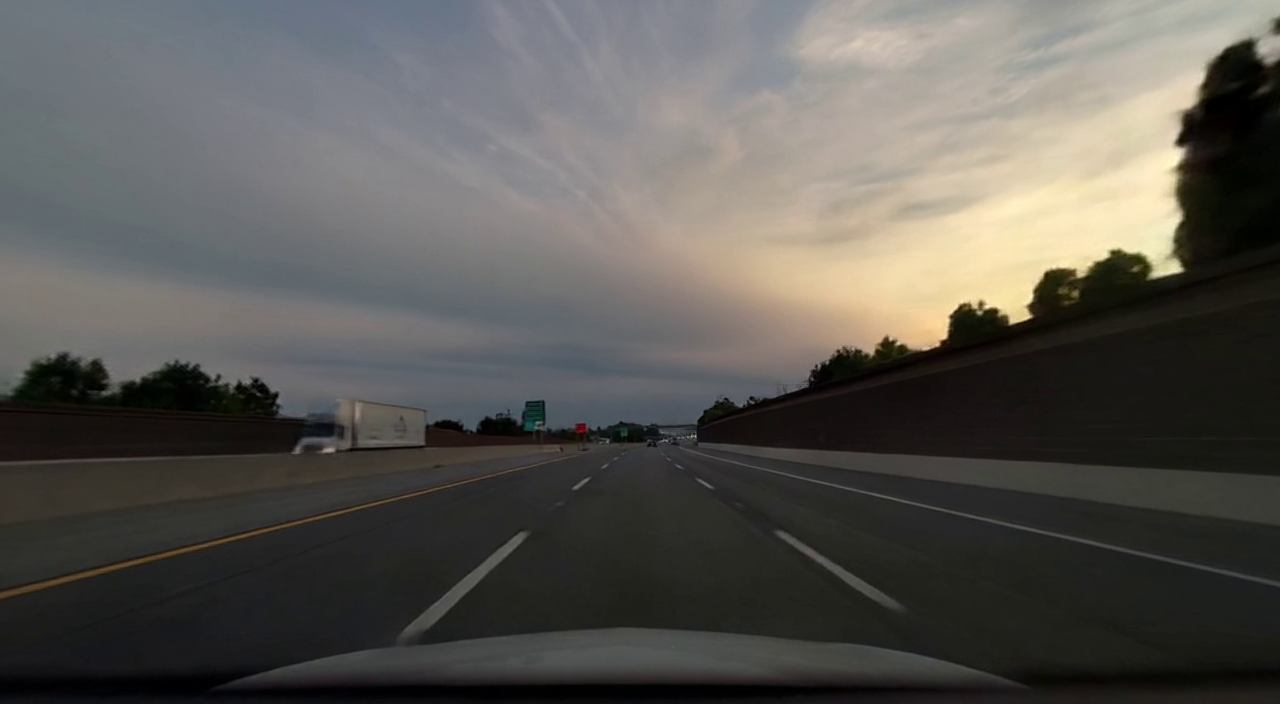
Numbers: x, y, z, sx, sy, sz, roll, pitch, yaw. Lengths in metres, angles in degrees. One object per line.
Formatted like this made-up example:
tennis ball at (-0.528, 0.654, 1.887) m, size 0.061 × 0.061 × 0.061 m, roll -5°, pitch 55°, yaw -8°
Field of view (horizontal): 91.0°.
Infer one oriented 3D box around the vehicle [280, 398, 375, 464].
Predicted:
vehicle at (-20.341, 5.212, 41.408) m, size 3.001 × 3.958 × 5.946 m, roll 0°, pitch -8°, yaw 0°
